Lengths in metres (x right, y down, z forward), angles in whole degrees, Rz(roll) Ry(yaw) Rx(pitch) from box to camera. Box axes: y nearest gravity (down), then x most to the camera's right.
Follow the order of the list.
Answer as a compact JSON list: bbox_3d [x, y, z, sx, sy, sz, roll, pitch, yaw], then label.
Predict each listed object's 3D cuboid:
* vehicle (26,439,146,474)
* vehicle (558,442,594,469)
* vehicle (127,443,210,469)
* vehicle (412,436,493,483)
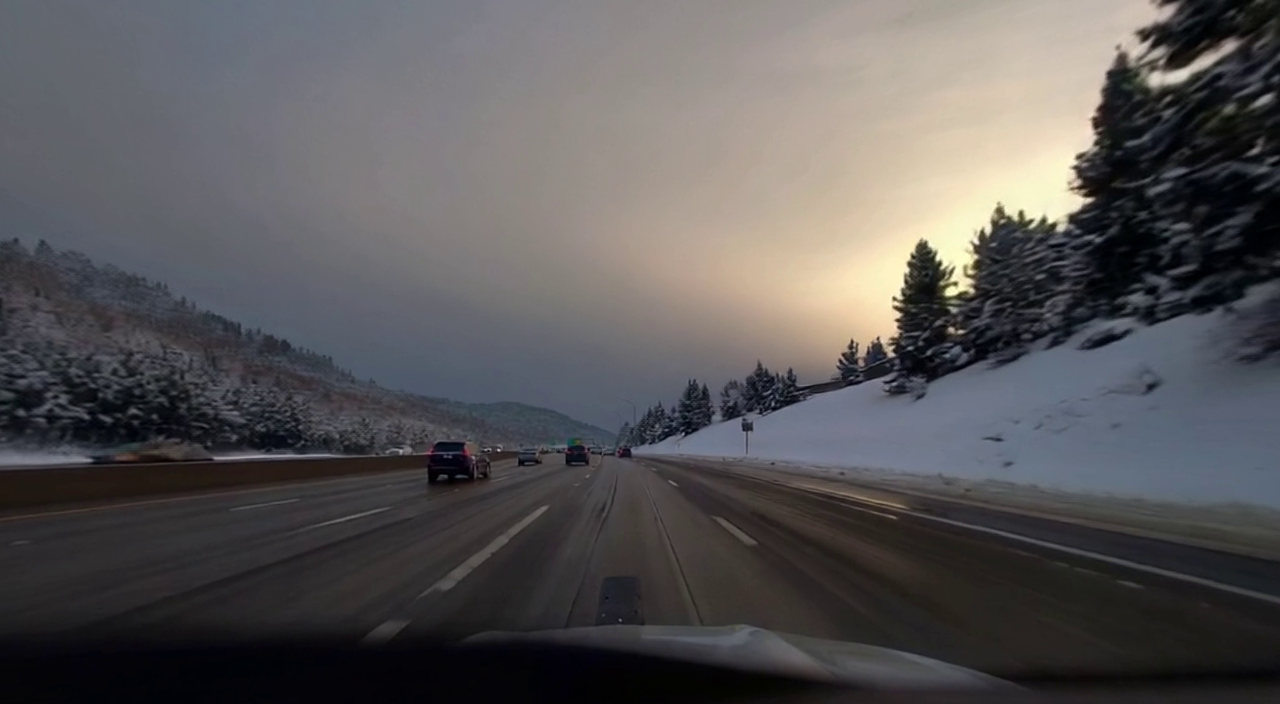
[{"bbox_3d":[-27.565,5.217,31.682,1.911,1.576,4.545,0,-9,-1],"label":"vehicle"},{"bbox_3d":[-4.261,6.953,42.661,2.115,1.713,4.263,0,-9,-2],"label":"vehicle"},{"bbox_3d":[-32.419,7.161,43.658,2.061,1.625,4.873,0,-9,-1],"label":"vehicle"},{"bbox_3d":[-7.807,4.536,26.851,2.074,1.768,4.805,0,-9,-1],"label":"vehicle"}]
